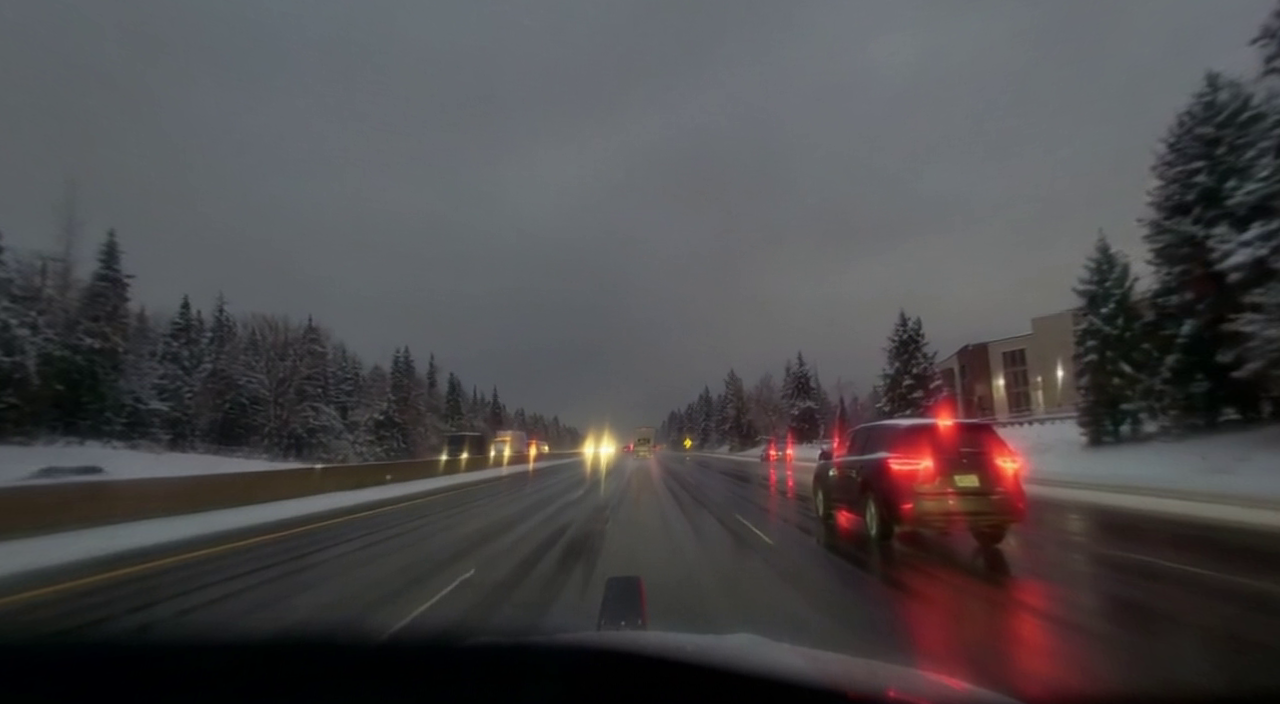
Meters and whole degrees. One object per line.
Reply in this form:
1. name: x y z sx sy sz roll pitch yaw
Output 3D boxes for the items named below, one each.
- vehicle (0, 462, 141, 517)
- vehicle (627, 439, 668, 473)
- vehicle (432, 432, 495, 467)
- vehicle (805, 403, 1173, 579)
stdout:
1. vehicle: -19.201 4.368 20.537 1.889 1.486 4.749 0 -9 1
2. vehicle: 0.394 5.433 32.995 2.015 1.639 4.086 0 -9 0
3. vehicle: -11.925 6.692 43.115 2.304 2.203 6.144 -1 -9 3
4. vehicle: 3.863 1.670 8.359 2.008 1.595 5.082 0 -9 1
